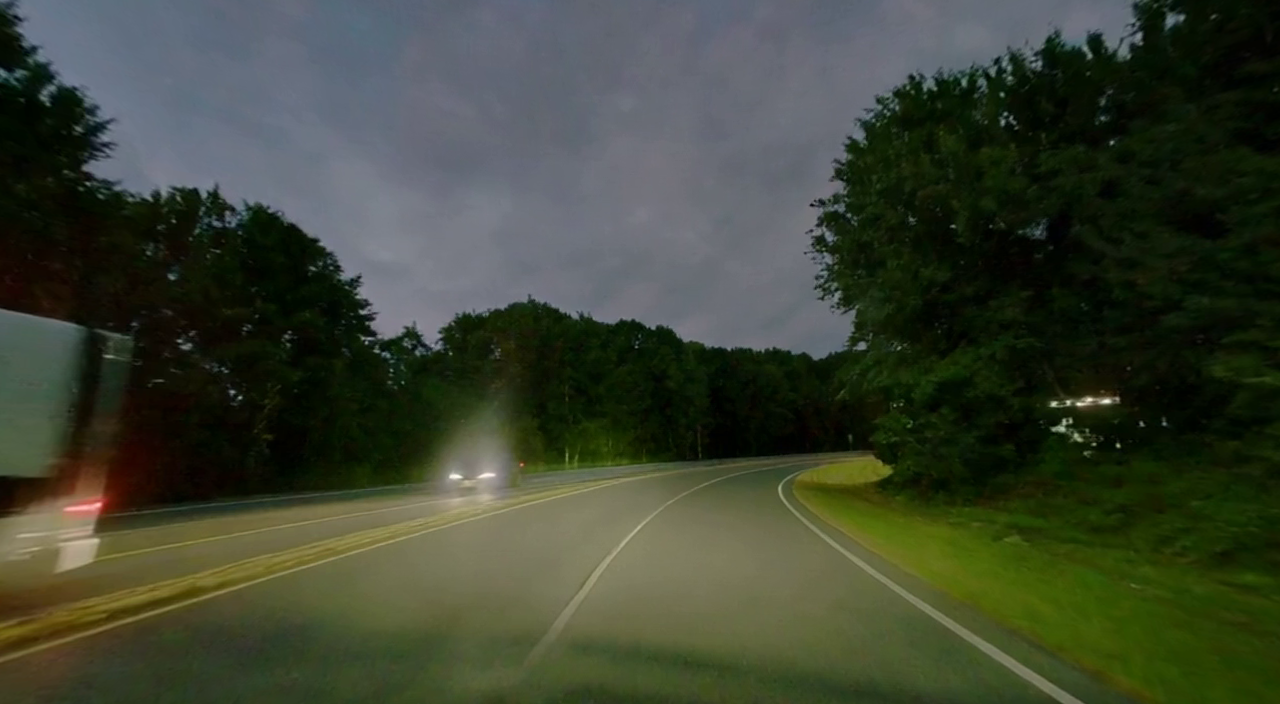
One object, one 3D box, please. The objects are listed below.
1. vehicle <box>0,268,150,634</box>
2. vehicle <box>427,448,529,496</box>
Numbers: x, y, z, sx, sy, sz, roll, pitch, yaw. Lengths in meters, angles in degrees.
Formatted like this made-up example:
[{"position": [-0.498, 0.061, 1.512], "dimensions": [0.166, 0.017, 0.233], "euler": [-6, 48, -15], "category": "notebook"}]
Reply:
[{"position": [-6.033, 0.373, 2.431], "dimensions": [2.362, 2.671, 6.942], "euler": [0, -9, 3], "category": "vehicle"}, {"position": [-5.196, 3.885, 20.730], "dimensions": [1.811, 1.428, 3.647], "euler": [-2, -9, 11], "category": "vehicle"}]
